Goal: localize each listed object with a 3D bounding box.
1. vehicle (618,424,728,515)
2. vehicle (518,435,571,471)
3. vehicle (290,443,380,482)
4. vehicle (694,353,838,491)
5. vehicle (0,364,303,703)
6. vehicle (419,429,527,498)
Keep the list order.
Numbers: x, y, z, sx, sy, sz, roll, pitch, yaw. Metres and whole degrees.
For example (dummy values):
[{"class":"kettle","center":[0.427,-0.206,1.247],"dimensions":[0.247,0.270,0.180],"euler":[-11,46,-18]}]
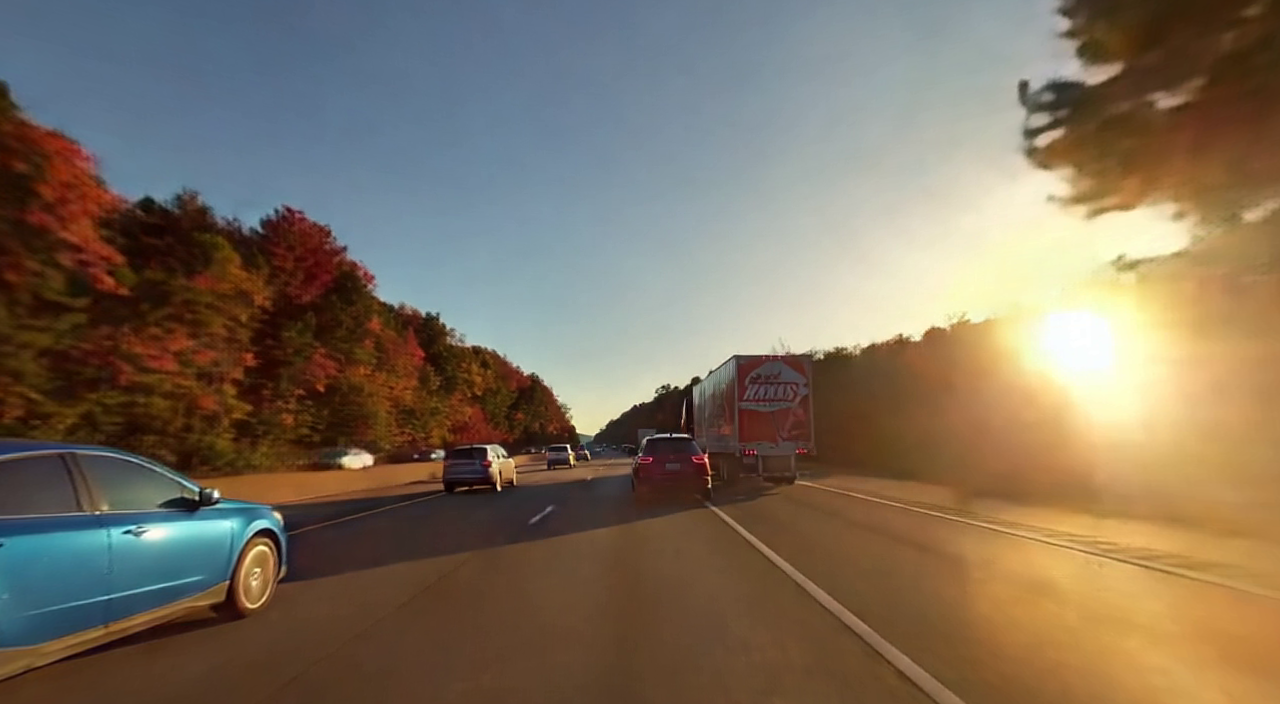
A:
[{"class":"vehicle","center":[0.589,2.414,13.382],"dimensions":[2.017,1.662,3.543],"euler":[0,-8,-1]},{"class":"vehicle","center":[-4.750,5.108,31.990],"dimensions":[2.014,1.683,4.275],"euler":[0,-8,0]},{"class":"vehicle","center":[-12.512,4.575,26.128],"dimensions":[1.751,1.440,3.900],"euler":[-2,-10,0]},{"class":"vehicle","center":[4.330,3.060,25.773],"dimensions":[2.828,4.081,14.220],"euler":[0,-8,-1]},{"class":"vehicle","center":[-4.085,0.965,3.479],"dimensions":[1.983,1.666,4.452],"euler":[0,-8,0]},{"class":"vehicle","center":[-4.361,2.953,17.067],"dimensions":[1.905,1.642,3.803],"euler":[0,-8,0]}]
